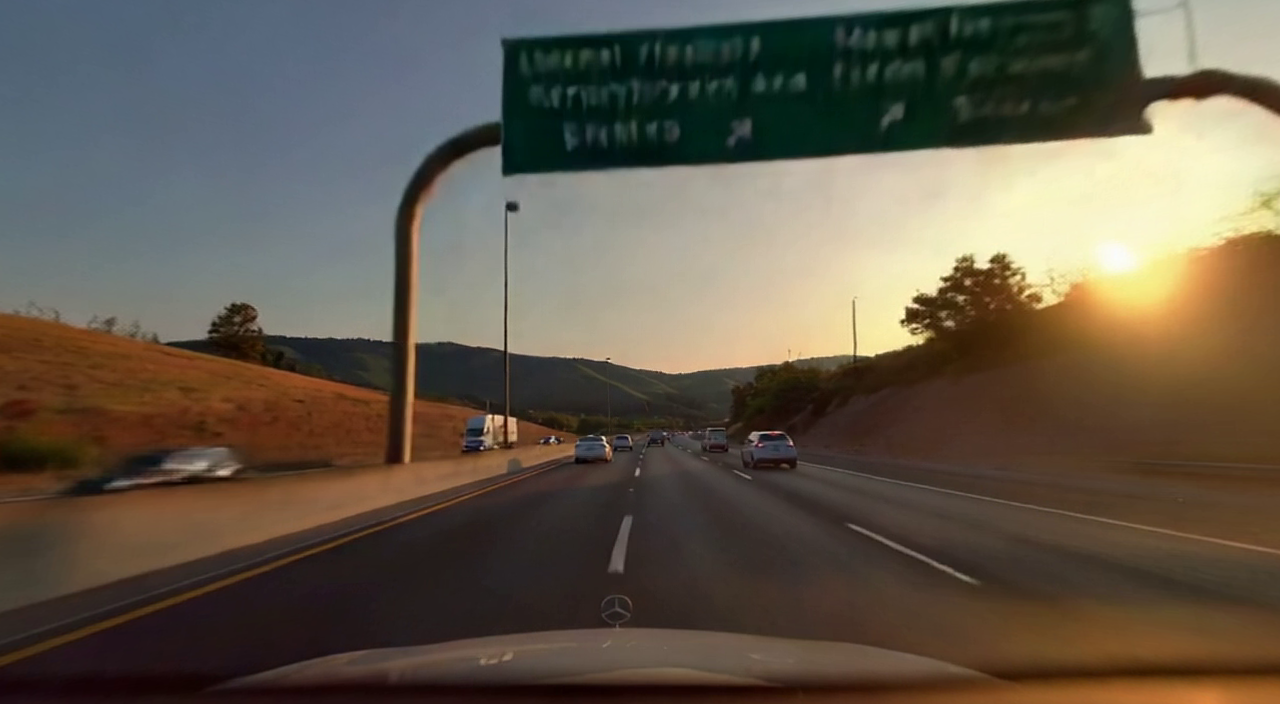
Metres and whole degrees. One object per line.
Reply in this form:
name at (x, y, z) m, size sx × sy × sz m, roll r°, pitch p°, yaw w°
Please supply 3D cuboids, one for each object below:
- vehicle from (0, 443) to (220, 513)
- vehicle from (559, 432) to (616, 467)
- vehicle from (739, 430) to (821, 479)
vehicle at (-13.834, 3.215, 16.761) m, size 2.087 × 1.553 × 4.617 m, roll 0°, pitch -8°, yaw 0°
vehicle at (-2.288, 4.413, 28.816) m, size 2.204 × 1.486 × 4.121 m, roll 0°, pitch -8°, yaw 1°
vehicle at (4.572, 3.373, 21.076) m, size 1.806 × 1.469 × 3.681 m, roll 0°, pitch -8°, yaw -1°
